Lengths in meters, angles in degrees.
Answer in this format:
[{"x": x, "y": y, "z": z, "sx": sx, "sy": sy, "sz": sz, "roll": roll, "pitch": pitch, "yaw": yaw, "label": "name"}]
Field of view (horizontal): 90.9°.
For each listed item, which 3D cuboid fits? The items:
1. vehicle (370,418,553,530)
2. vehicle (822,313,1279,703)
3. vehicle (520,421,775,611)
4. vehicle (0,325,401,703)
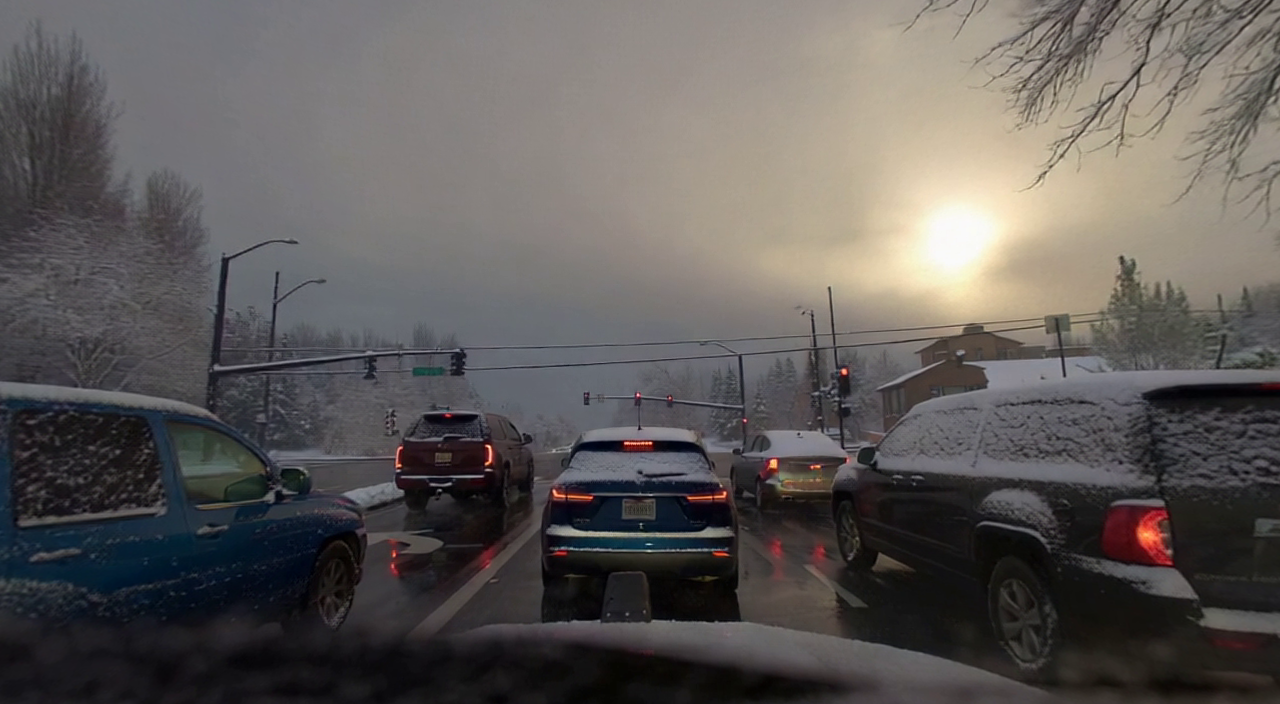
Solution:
[{"x": -3.179, "y": 2.300, "z": 12.448, "sx": 2.117, "sy": 1.772, "sz": 4.619, "roll": 0, "pitch": -8, "yaw": 2, "label": "vehicle"}, {"x": 3.218, "y": 1.100, "z": 4.733, "sx": 2.141, "sy": 1.833, "sz": 4.704, "roll": 0, "pitch": -8, "yaw": -2, "label": "vehicle"}, {"x": 0.022, "y": 1.598, "z": 7.051, "sx": 2.021, "sy": 1.490, "sz": 3.948, "roll": 0, "pitch": -8, "yaw": -1, "label": "vehicle"}, {"x": -3.123, "y": 0.955, "z": 3.309, "sx": 1.982, "sy": 1.721, "sz": 4.261, "roll": 0, "pitch": -8, "yaw": 1, "label": "vehicle"}]
